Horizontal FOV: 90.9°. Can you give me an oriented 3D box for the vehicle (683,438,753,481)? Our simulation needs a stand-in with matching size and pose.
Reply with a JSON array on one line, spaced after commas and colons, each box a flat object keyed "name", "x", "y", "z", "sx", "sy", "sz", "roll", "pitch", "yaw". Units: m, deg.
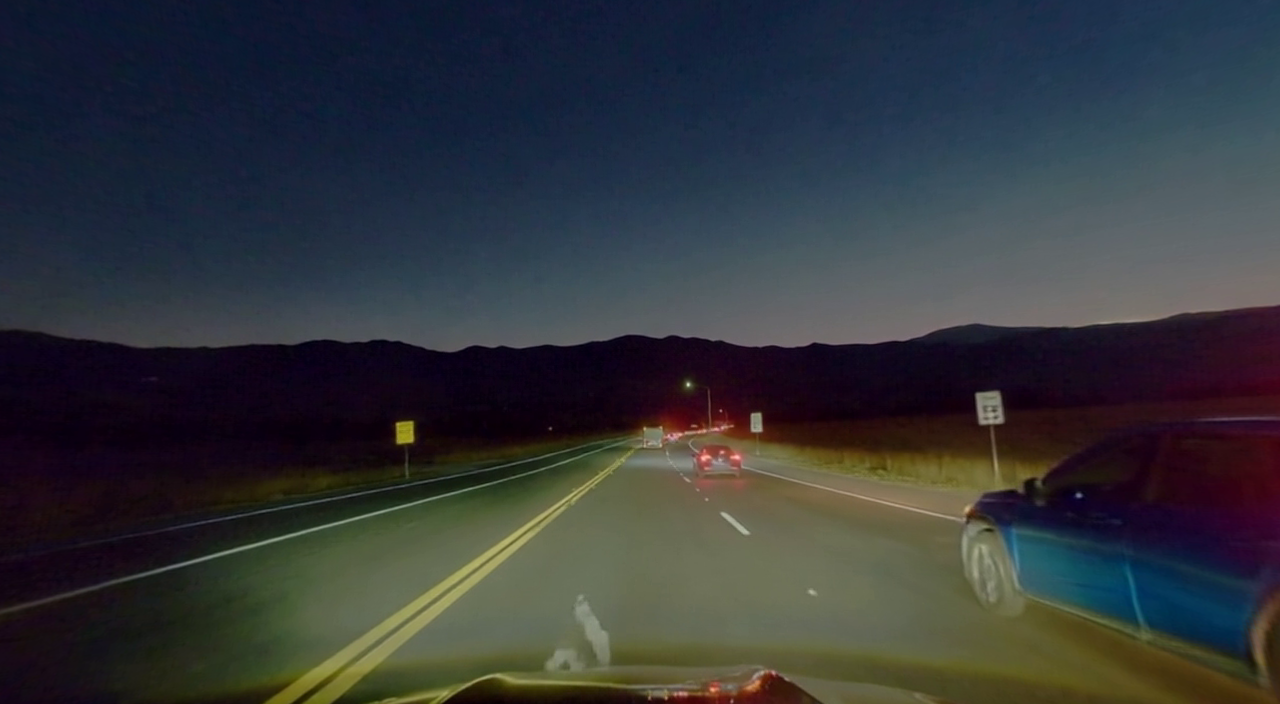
[{"name": "vehicle", "x": 2.939, "y": 4.156, "z": 24.690, "sx": 2.026, "sy": 1.531, "sz": 4.273, "roll": 0, "pitch": -8, "yaw": -2}]

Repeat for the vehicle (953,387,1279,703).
[{"name": "vehicle", "x": 3.601, "y": 1.004, "z": 3.161, "sx": 2.007, "sy": 1.534, "sz": 3.976, "roll": 0, "pitch": -8, "yaw": 0}]
